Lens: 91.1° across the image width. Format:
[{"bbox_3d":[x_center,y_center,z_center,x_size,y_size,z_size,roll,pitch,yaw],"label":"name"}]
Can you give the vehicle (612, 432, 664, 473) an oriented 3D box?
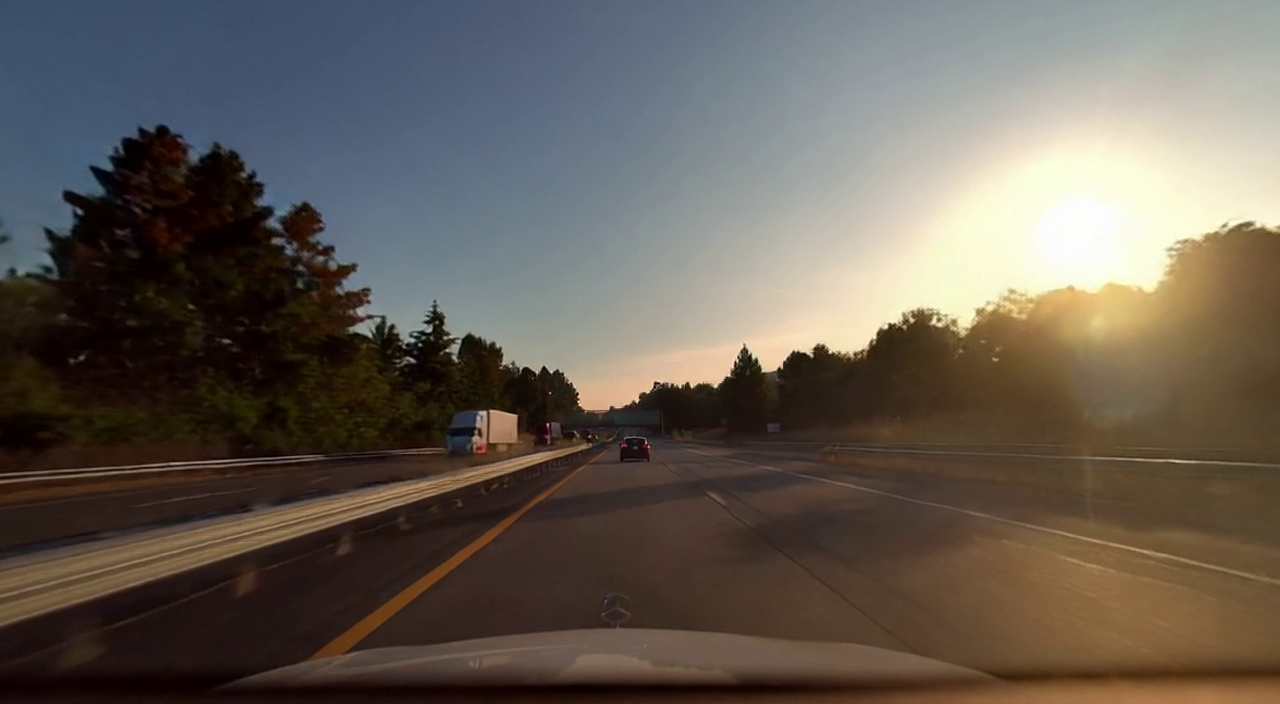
[{"bbox_3d":[-0.131,3.924,24.955,1.897,1.479,3.724,0,-8,-1],"label":"vehicle"}]
